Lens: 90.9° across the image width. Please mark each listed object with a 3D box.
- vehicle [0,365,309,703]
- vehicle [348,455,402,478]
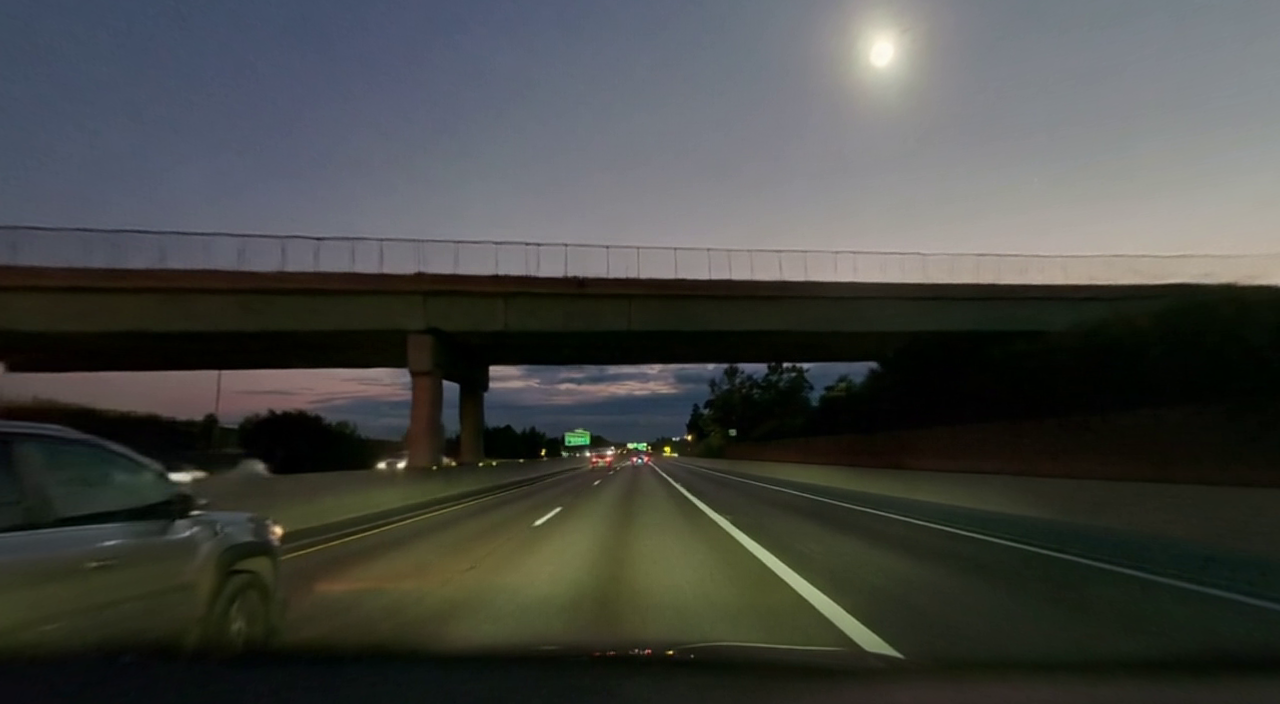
[{"bbox_3d":[-3.500,0.814,1.975,2.274,1.628,4.807,0,-9,0],"label":"vehicle"},{"bbox_3d":[-18.125,7.813,43.362,1.785,1.459,4.516,0,-9,-1],"label":"vehicle"}]
